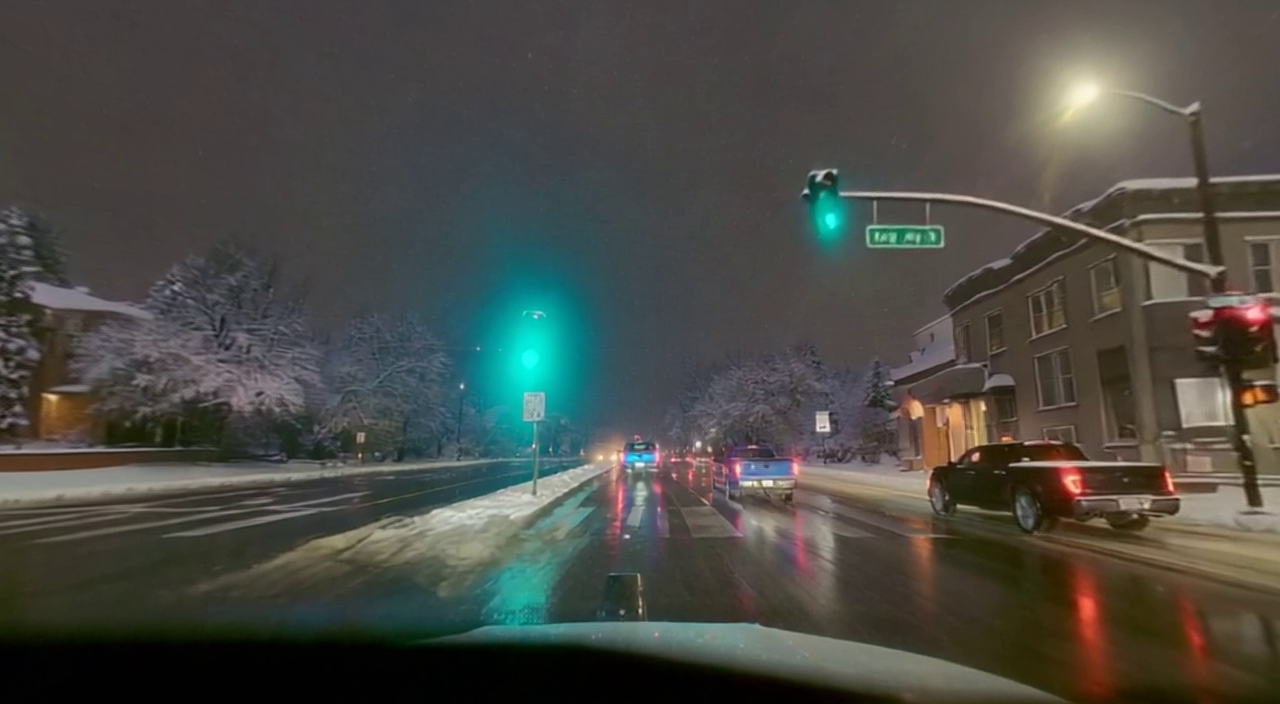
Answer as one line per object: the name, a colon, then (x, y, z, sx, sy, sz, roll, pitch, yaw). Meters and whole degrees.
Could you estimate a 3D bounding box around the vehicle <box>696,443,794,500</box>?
vehicle: (2.941, 3.458, 18.767, 2.057, 1.463, 4.365, 0, -8, -2)

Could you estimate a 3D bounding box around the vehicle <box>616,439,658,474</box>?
vehicle: (-0.189, 6.069, 36.978, 2.344, 1.883, 4.572, 0, -8, -1)

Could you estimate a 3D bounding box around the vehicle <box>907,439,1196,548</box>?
vehicle: (6.604, 2.271, 10.969, 1.855, 1.469, 4.598, 0, -8, -1)
